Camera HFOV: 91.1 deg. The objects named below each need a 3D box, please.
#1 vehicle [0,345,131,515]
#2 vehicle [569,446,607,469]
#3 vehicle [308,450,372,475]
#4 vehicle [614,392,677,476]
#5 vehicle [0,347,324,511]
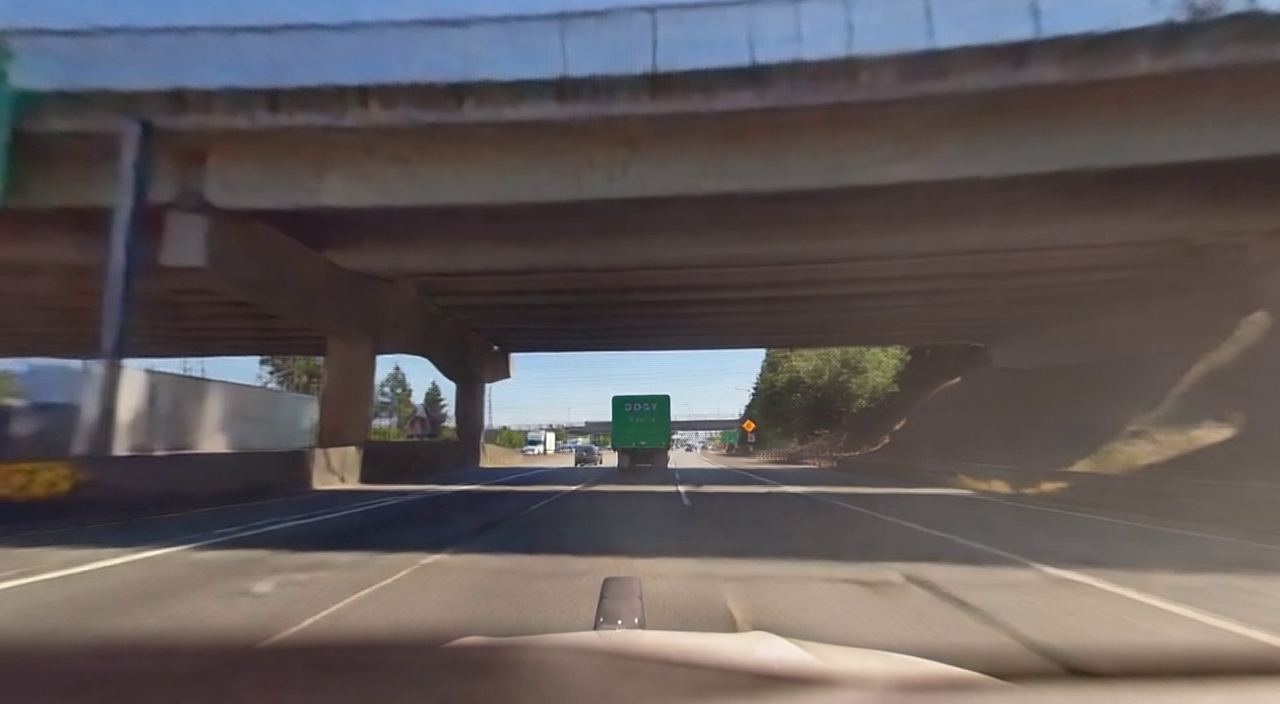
[{"bbox_3d":[-16.598,1.941,15.402,3.017,3.970,5.806,0,-9,2],"label":"vehicle"},{"bbox_3d":[-3.449,7.150,42.731,1.958,1.467,4.737,-1,-9,3],"label":"vehicle"},{"bbox_3d":[-19.345,7.126,40.733,1.775,1.494,4.521,0,-9,2],"label":"vehicle"},{"bbox_3d":[0.441,4.891,36.492,3.025,4.002,12.709,0,-9,2],"label":"vehicle"},{"bbox_3d":[-16.344,2.886,22.127,2.854,3.980,13.645,-1,-9,2],"label":"vehicle"}]
